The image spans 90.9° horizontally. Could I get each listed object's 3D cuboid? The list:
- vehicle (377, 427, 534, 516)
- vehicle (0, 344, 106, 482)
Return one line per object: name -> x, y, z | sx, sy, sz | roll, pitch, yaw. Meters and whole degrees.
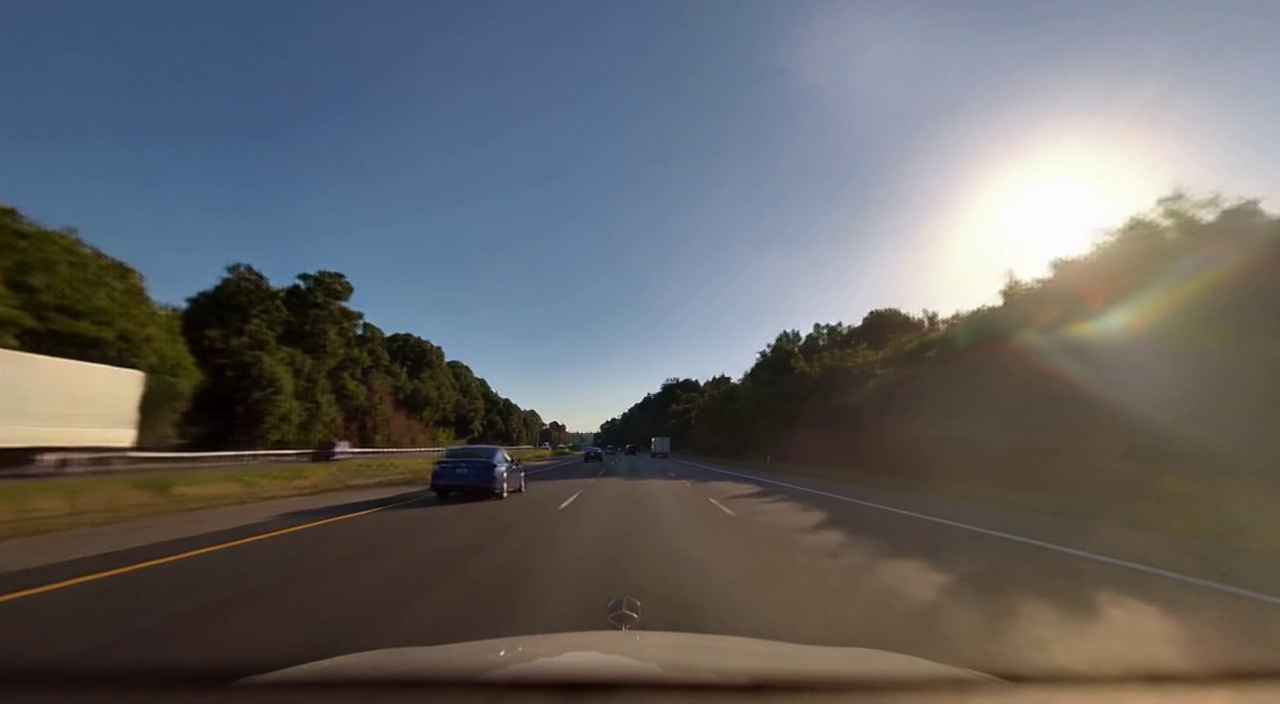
vehicle -> -3.880, 2.609, 14.238 | 2.108, 1.666, 4.558 | 0, -9, 1
vehicle -> -21.666, 1.219, 15.360 | 2.899, 4.311, 16.357 | 0, -9, 0
